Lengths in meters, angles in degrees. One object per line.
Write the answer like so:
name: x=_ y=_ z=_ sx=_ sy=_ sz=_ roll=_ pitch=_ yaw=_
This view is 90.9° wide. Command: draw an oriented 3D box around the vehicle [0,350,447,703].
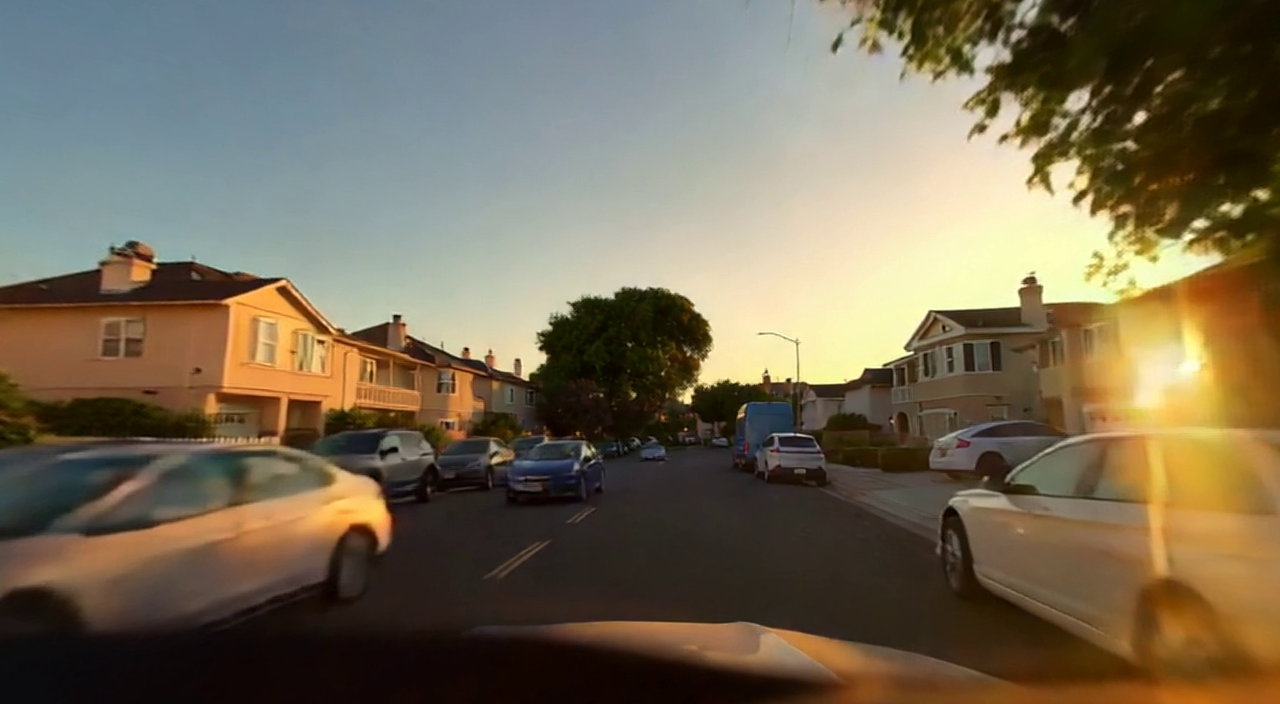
vehicle: x=-3.154 y=1.111 z=4.445 sx=1.959 sy=1.670 sz=4.255 roll=-1 pitch=-8 yaw=4

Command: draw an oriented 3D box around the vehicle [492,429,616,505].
vehicle: x=-1.837 y=2.585 z=14.730 sx=1.889 sy=1.505 sz=3.849 roll=-1 pitch=-8 yaw=8

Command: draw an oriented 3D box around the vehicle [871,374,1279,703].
vehicle: x=3.009 y=1.038 z=3.462 sx=2.052 sy=1.499 sz=4.699 roll=-1 pitch=-8 yaw=5

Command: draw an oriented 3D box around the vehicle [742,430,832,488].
vehicle: x=4.207 y=3.095 z=18.722 sx=1.955 sy=1.500 sz=4.410 roll=-1 pitch=-8 yaw=5

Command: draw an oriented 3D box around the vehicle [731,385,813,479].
vehicle: x=4.854 y=3.087 z=24.207 sx=2.317 sy=3.096 sz=6.383 roll=-1 pitch=-8 yaw=6
